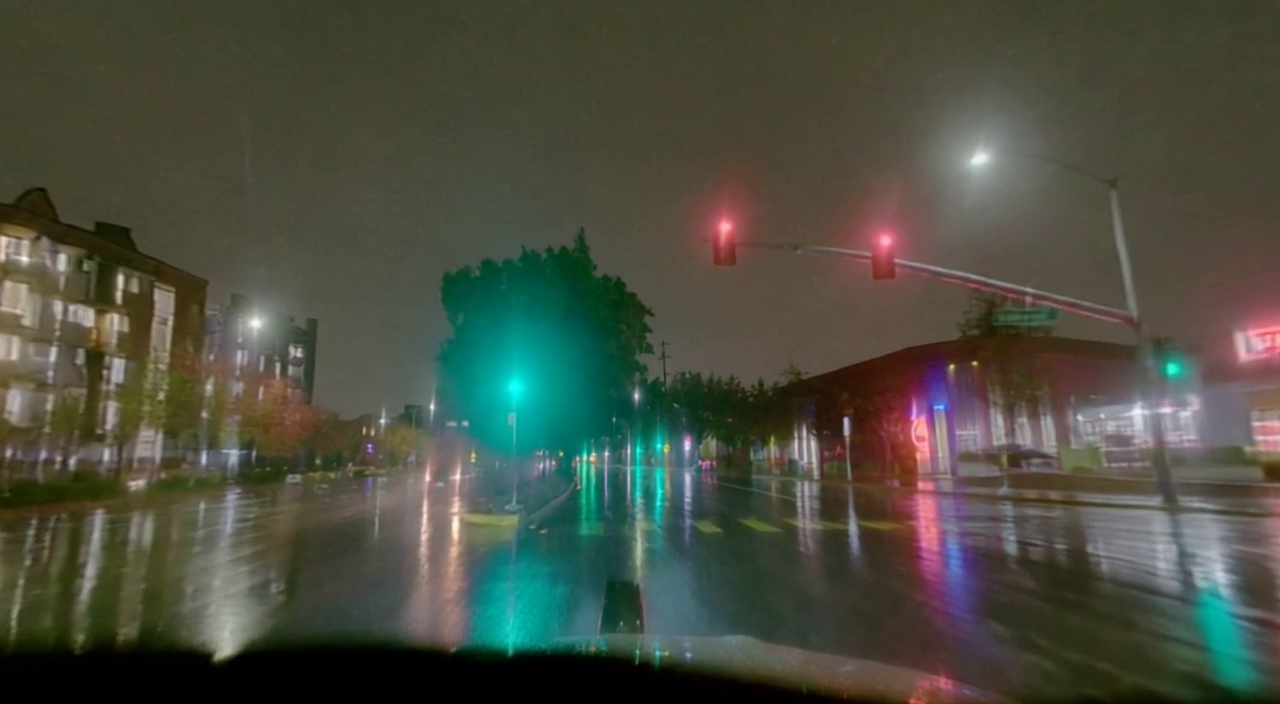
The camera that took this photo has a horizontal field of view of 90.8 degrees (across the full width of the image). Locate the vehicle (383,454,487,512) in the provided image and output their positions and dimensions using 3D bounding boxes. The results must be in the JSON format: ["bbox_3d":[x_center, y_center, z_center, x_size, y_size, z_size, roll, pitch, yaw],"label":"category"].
[{"bbox_3d":[-5.900,3.782,18.760,1.894,1.474,4.332,0,-9,-4],"label":"vehicle"}]
